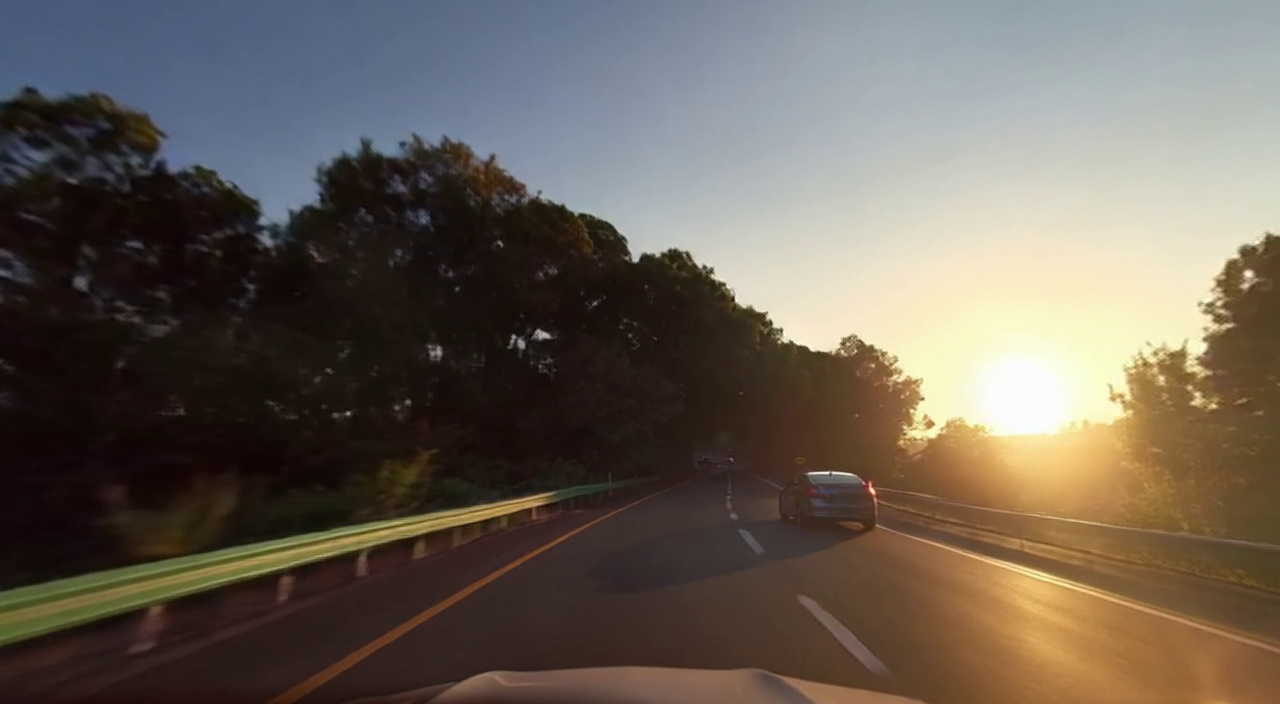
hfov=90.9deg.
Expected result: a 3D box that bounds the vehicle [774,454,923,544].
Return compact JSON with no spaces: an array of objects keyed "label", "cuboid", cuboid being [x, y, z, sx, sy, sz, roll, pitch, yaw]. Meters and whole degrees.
[{"label":"vehicle","cuboid":[4.220,3.058,13.550,2.023,1.593,4.105,0,-11,4]}]
